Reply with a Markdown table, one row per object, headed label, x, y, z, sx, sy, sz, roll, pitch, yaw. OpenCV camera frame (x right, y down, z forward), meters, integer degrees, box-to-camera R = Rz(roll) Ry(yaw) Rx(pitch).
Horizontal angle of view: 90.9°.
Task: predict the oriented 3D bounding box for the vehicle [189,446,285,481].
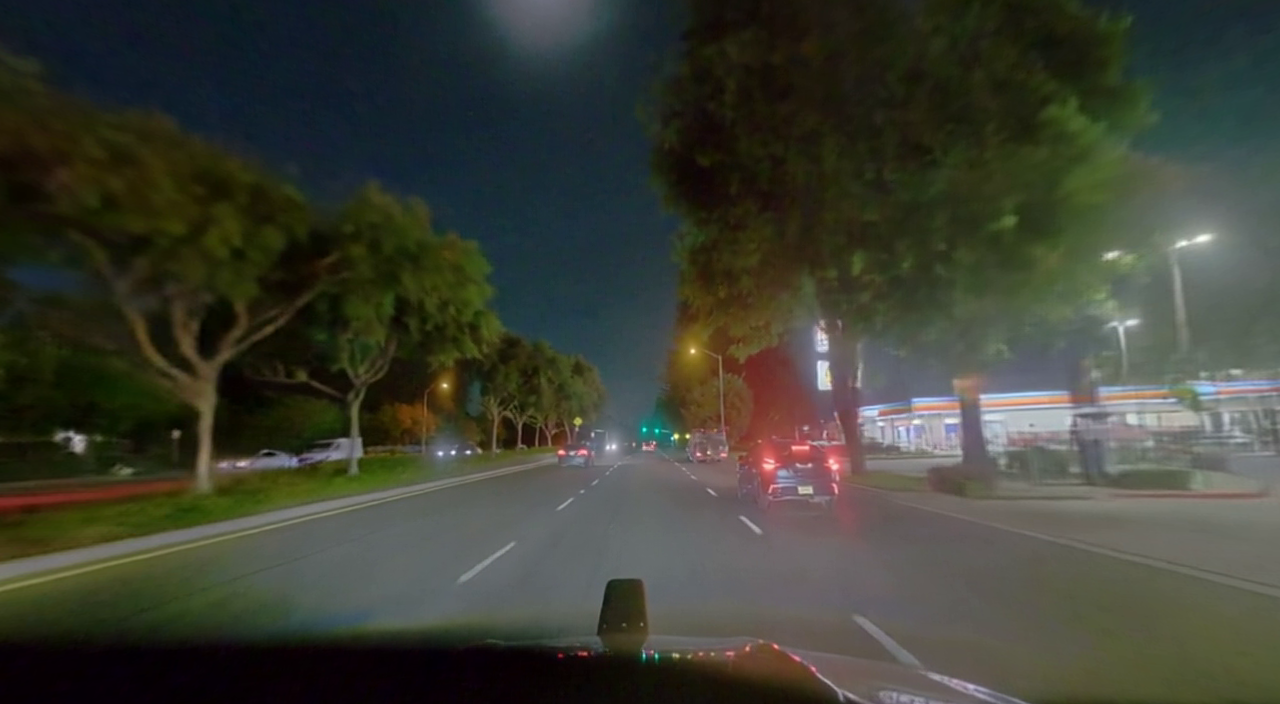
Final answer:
| label | x | y | z | sx | sy | sz | roll | pitch | yaw |
| --- | --- | --- | --- | --- | --- | --- | --- | --- | --- |
| vehicle | -21.256 | 5.882 | 33.476 | 1.957 | 1.702 | 4.544 | 0 | -8 | 2 |

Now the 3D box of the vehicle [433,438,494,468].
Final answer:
| label | x | y | z | sx | sy | sz | roll | pitch | yaw |
| --- | --- | --- | --- | --- | --- | --- | --- | --- | --- |
| vehicle | -11.098 | 6.418 | 40.091 | 2.141 | 1.751 | 5.451 | 0 | -8 | 1 |

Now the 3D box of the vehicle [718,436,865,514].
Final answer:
| label | x | y | z | sx | sy | sz | roll | pitch | yaw |
| --- | --- | --- | --- | --- | --- | --- | --- | --- | --- |
| vehicle | 3.189 | 2.711 | 14.433 | 2.095 | 1.475 | 4.686 | 0 | -8 | -1 |

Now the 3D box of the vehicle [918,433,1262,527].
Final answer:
| label | x | y | z | sx | sy | sz | roll | pitch | yaw |
| --- | --- | --- | --- | --- | --- | --- | --- | --- | --- |
| vehicle | 7.608 | 2.197 | 11.269 | 4.514 | 1.425 | 1.937 | -2 | -9 | 15 |

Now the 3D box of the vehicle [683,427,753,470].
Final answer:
| label | x | y | z | sx | sy | sz | roll | pitch | yaw |
| --- | --- | --- | --- | --- | --- | --- | --- | --- | --- |
| vehicle | 4.256 | 5.450 | 35.769 | 3.245 | 2.199 | 6.295 | 0 | -8 | 1 |

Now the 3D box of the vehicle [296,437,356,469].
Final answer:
| label | x | y | z | sx | sy | sz | roll | pitch | yaw |
| --- | --- | --- | --- | --- | --- | --- | --- | --- | --- |
| vehicle | -24.282 | 7.835 | 48.979 | 2.254 | 2.335 | 4.297 | 0 | -8 | 2 |

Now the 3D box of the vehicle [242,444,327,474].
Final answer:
| label | x | y | z | sx | sy | sz | roll | pitch | yaw |
| --- | --- | --- | --- | --- | --- | --- | --- | --- | --- |
| vehicle | -24.293 | 7.304 | 43.398 | 2.341 | 1.896 | 5.876 | 0 | -8 | 1 |

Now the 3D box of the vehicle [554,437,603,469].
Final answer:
| label | x | y | z | sx | sy | sz | roll | pitch | yaw |
| --- | --- | --- | --- | --- | --- | --- | --- | --- | --- |
| vehicle | -3.446 | 5.752 | 35.983 | 2.250 | 1.713 | 4.422 | 0 | -8 | 1 |
